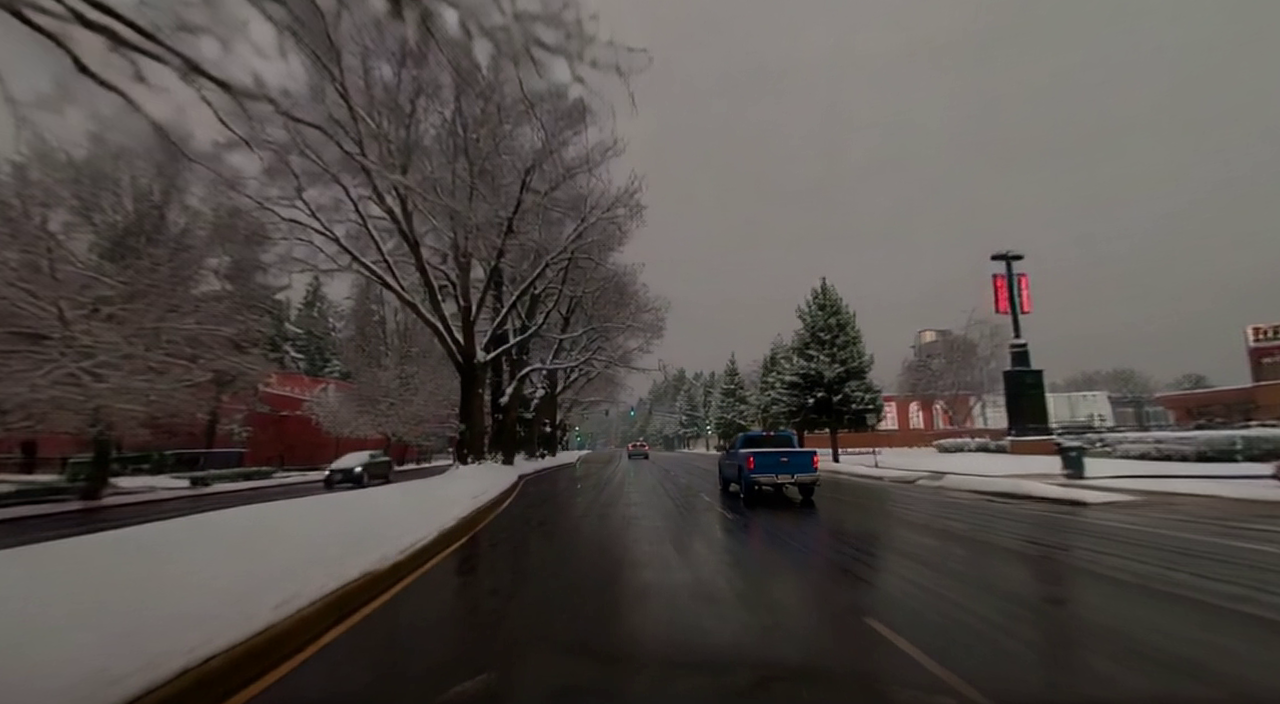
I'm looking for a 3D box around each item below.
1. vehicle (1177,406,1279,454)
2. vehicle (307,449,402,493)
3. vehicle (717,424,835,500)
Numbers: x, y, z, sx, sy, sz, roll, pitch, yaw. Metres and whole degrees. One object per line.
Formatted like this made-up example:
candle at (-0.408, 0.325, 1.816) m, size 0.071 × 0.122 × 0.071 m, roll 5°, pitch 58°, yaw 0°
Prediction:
vehicle at (41.516, 5.342, 42.965) m, size 6.771 × 3.099 × 3.225 m, roll 0°, pitch -9°, yaw 0°
vehicle at (-12.865, 5.335, 28.860) m, size 2.126 × 1.800 × 4.925 m, roll 0°, pitch -8°, yaw -2°
vehicle at (3.667, 3.092, 18.201) m, size 2.138 × 1.836 × 5.245 m, roll 0°, pitch -8°, yaw -1°
